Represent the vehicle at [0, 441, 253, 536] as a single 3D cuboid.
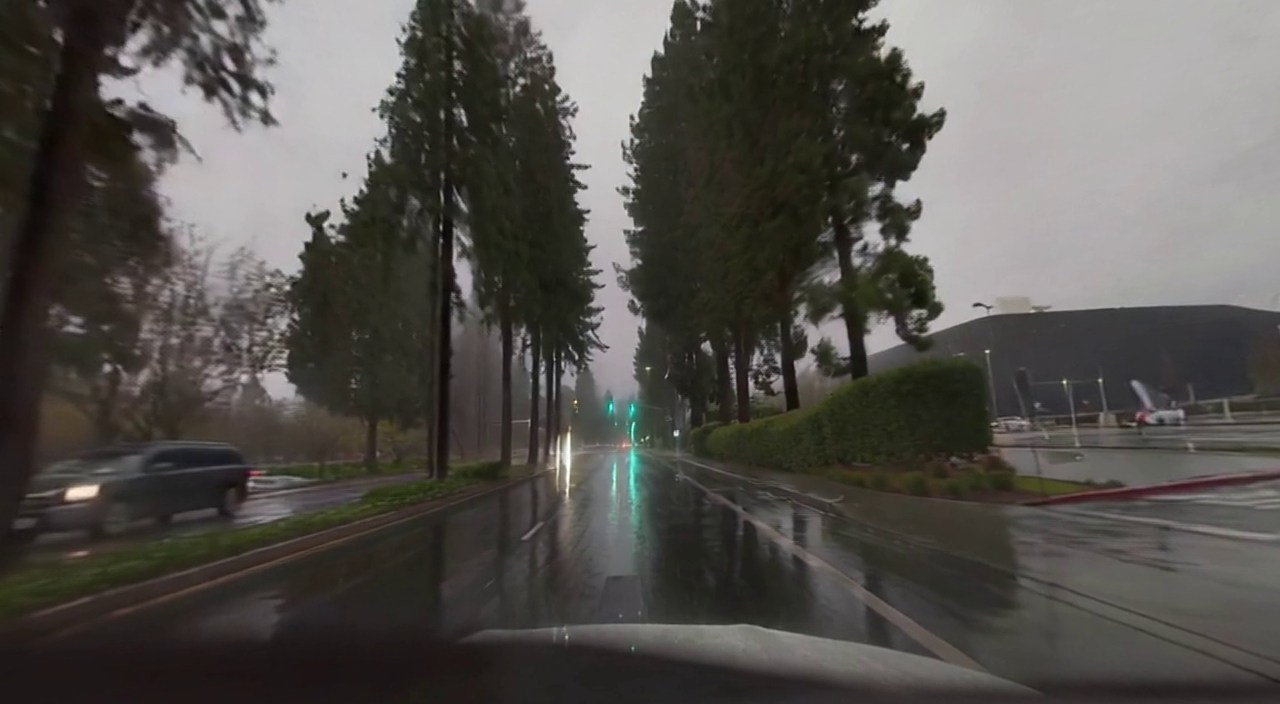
[{"bbox_3d":[-13.436,3.439,16.871,2.505,2.059,5.803,-1,-8,0],"label":"vehicle"}]
